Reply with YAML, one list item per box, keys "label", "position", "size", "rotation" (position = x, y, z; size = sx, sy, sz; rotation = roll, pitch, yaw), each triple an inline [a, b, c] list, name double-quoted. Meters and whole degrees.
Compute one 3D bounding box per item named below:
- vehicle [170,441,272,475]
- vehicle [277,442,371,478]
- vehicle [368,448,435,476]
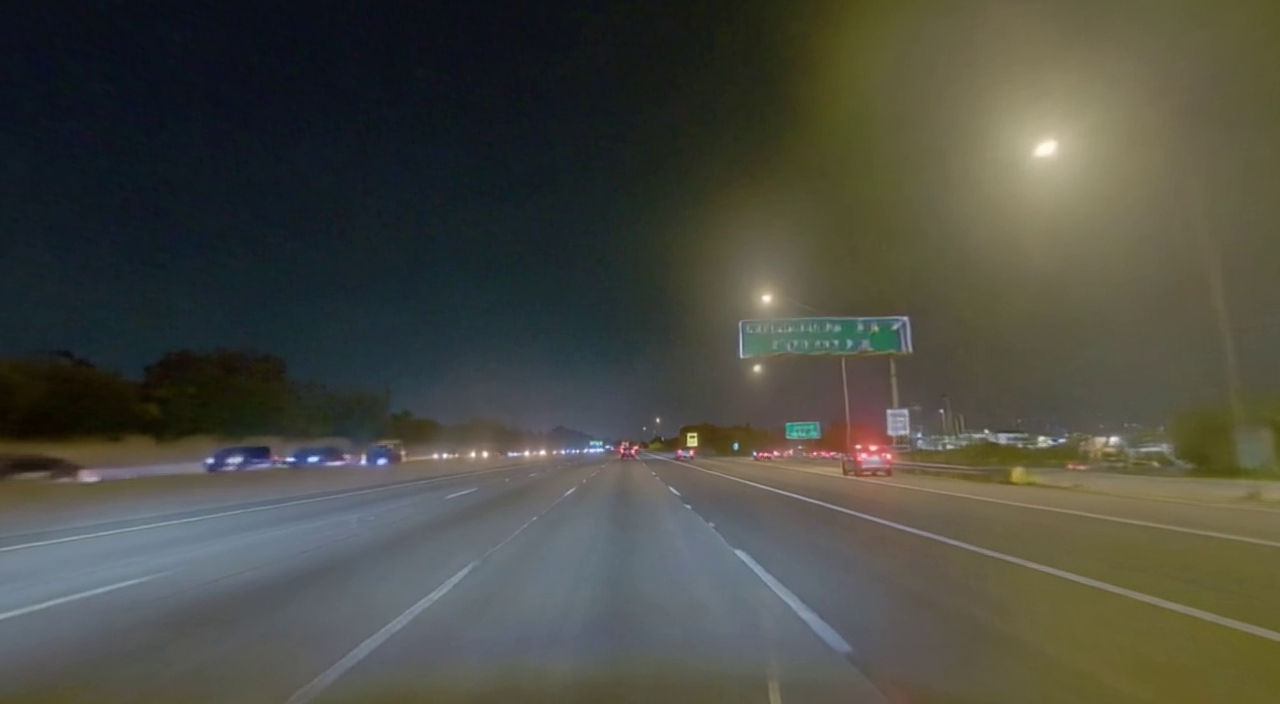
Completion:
- label: "vehicle"
  position: [-26.153, 6.610, 39.779]
  size: [2.471, 1.970, 5.968]
  rotation: [0, -9, -2]
- label: "vehicle"
  position: [-16.159, 5.538, 32.728]
  size: [2.165, 1.675, 5.361]
  rotation: [0, -9, -1]
- label: "vehicle"
  position: [-13.134, 6.075, 35.103]
  size: [1.969, 1.441, 4.622]
  rotation: [0, -9, 0]
